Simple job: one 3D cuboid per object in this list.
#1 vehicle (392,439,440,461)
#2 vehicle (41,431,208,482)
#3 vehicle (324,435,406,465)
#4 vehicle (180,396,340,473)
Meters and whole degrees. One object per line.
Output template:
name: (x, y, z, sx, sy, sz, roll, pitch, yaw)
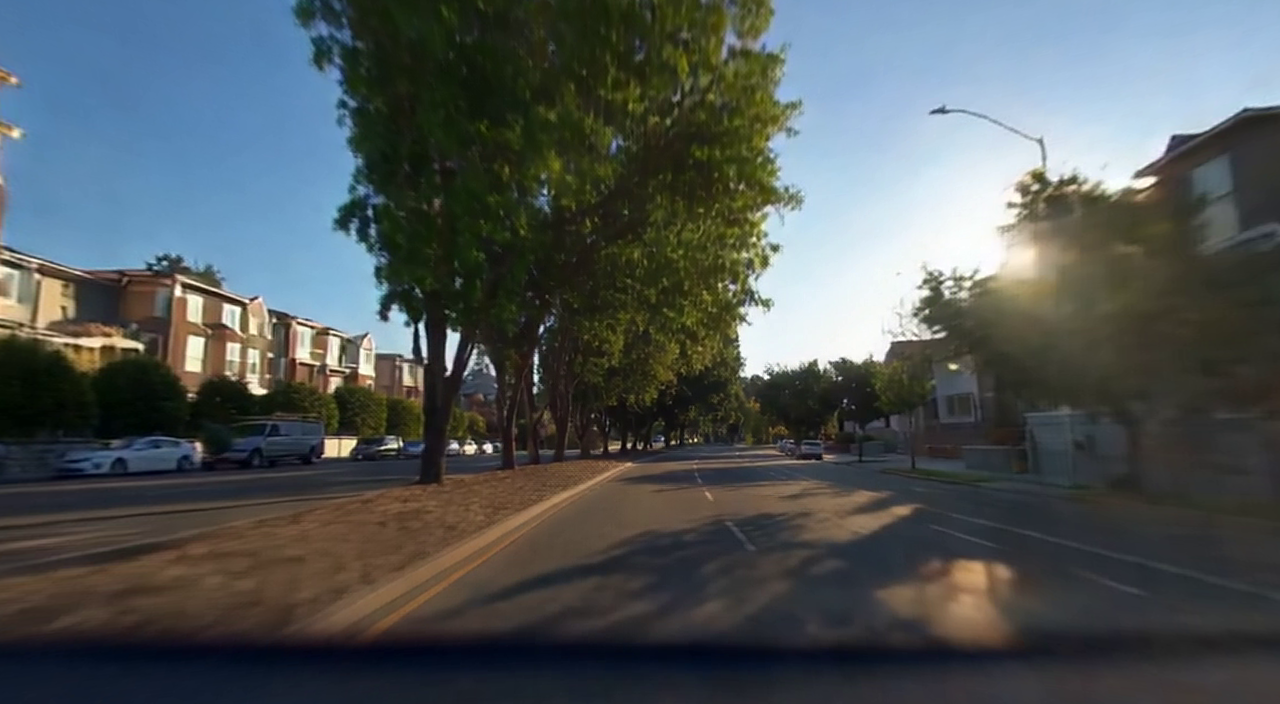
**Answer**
vehicle: (-16.574, 7.291, 46.963, 1.802, 1.487, 4.359, -3, -9, 4)
vehicle: (-18.500, 3.796, 23.073, 1.876, 1.624, 4.827, -2, -9, 2)
vehicle: (-17.211, 6.172, 39.944, 2.226, 1.733, 5.775, -2, -9, 4)
vehicle: (-17.858, 4.076, 30.404, 2.781, 3.224, 7.055, -1, -9, 5)
